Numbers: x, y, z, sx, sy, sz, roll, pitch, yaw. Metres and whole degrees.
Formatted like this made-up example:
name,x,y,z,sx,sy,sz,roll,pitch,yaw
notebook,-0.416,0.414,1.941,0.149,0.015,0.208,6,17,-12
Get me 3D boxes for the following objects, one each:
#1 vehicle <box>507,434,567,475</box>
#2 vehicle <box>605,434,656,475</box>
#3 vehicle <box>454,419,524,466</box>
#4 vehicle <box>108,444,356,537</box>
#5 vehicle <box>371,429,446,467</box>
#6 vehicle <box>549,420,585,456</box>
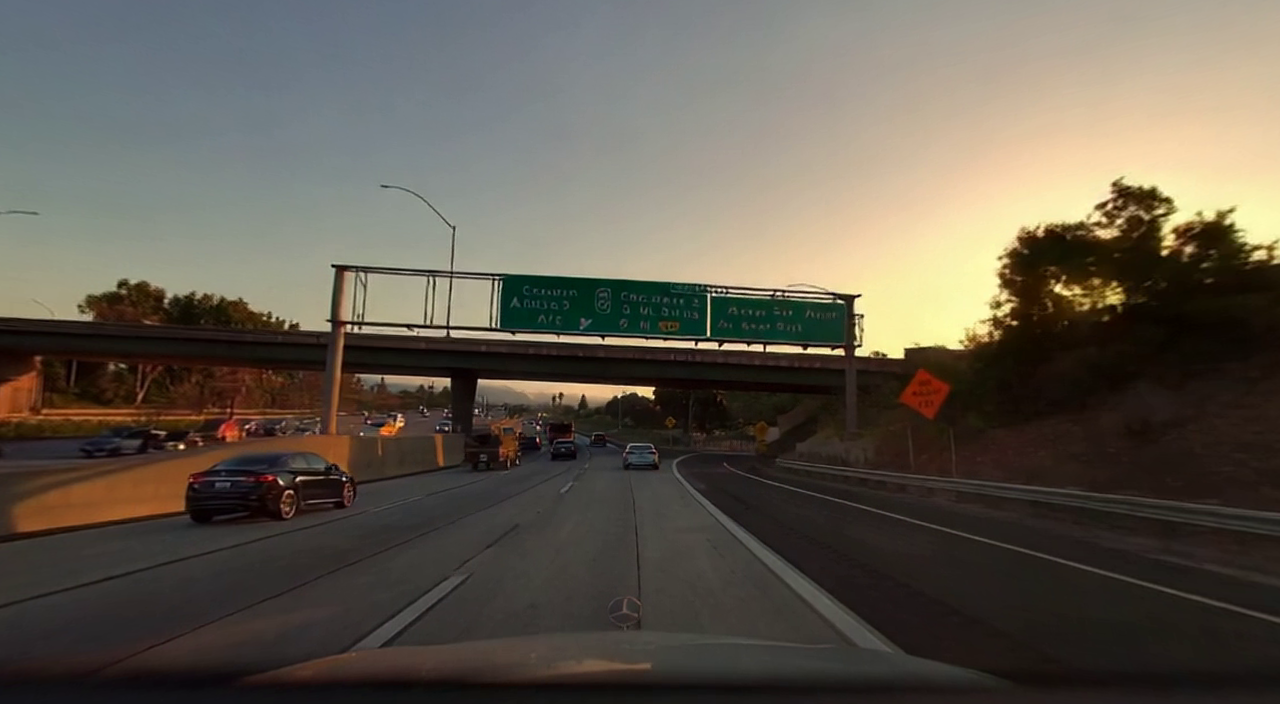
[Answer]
name,x,y,z,sx,sy,sz,roll,pitch,yaw
vehicle,-4.414,4.476,27.708,2.005,1.631,4.295,0,-8,-1
vehicle,-0.472,4.495,27.892,2.092,1.671,3.772,0,-8,-2
vehicle,-8.440,5.181,36.050,2.773,2.402,6.232,0,-8,-3
vehicle,-7.512,2.536,12.306,1.896,1.465,4.399,0,-8,0
vehicle,-12.056,5.055,33.244,2.079,1.807,5.187,0,-8,-1
vehicle,-5.603,6.722,49.219,2.279,2.672,5.256,0,-8,-2
